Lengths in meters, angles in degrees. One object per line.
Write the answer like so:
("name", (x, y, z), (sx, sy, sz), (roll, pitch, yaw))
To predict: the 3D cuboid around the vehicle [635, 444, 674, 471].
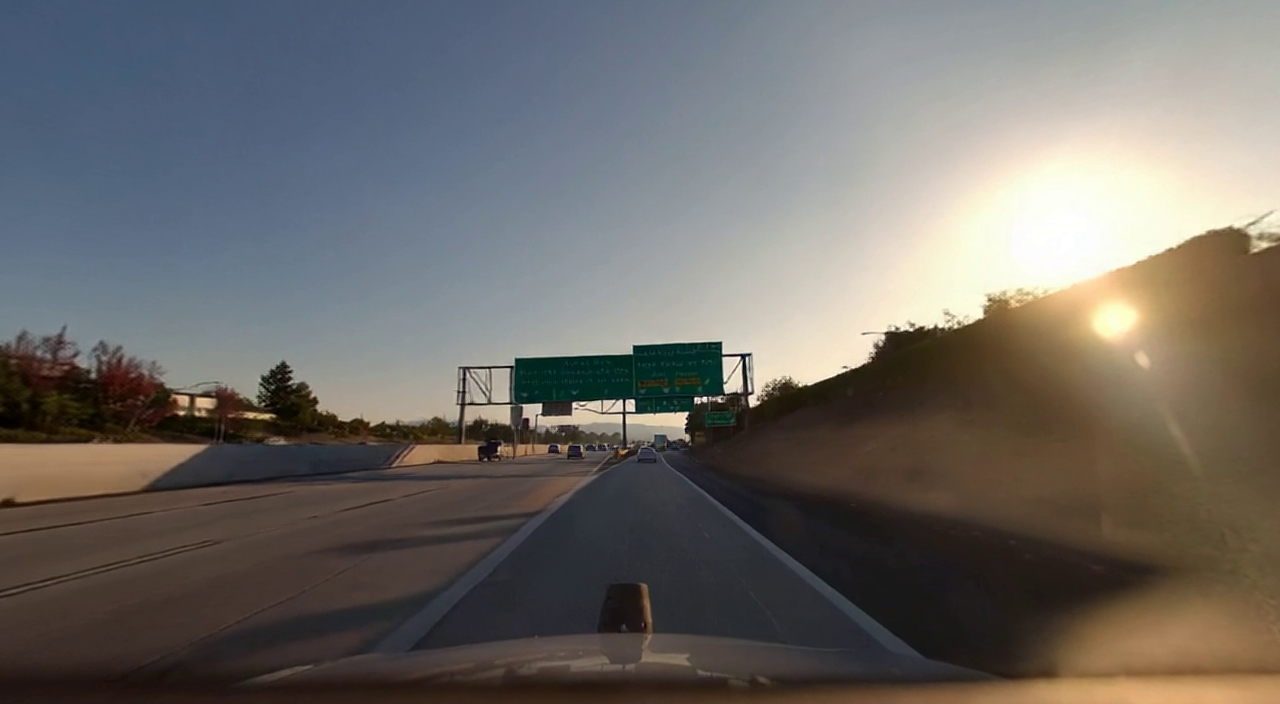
("vehicle", (0.777, 6.037, 36.444), (2.137, 1.461, 3.999), (0, -8, 0))
